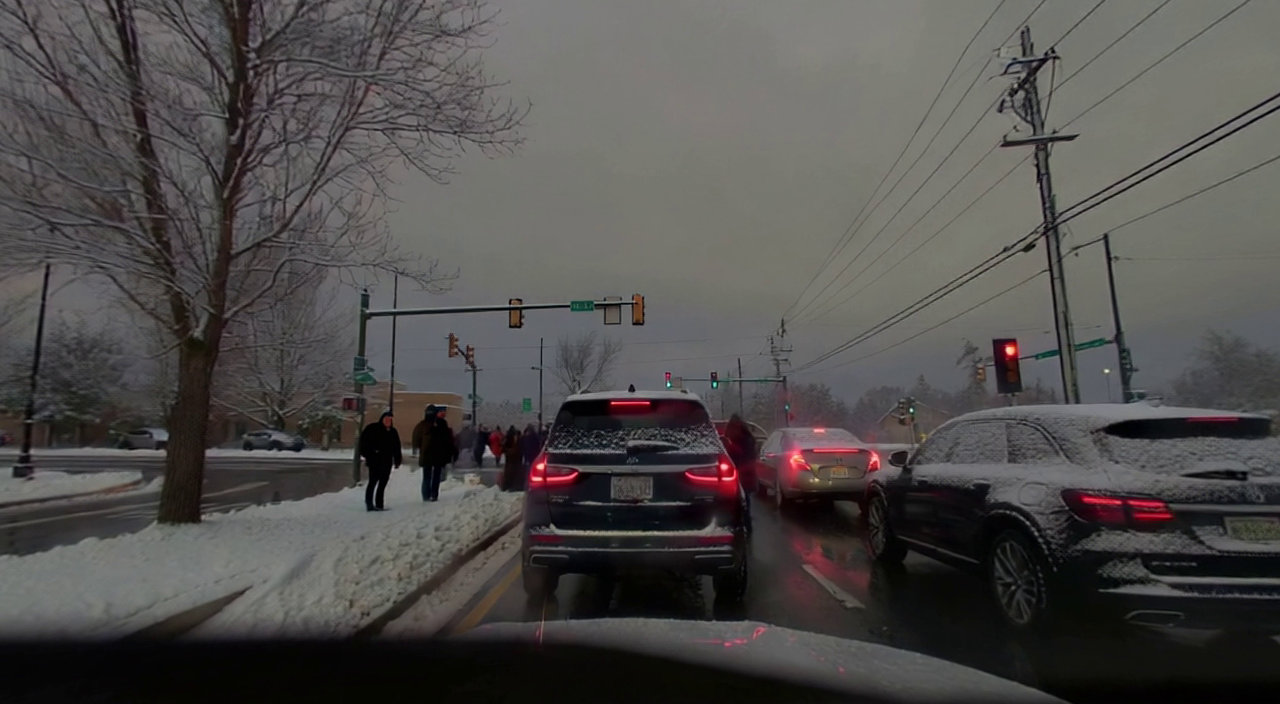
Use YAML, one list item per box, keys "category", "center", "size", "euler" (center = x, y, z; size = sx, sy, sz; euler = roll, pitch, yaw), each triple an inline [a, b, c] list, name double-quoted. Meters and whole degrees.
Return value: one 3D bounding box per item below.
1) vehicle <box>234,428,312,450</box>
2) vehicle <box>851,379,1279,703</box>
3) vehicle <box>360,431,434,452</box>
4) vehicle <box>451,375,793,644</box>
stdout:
- category: "vehicle"
  center: [-27.392, 6.525, 47.187]
  size: [4.587, 1.639, 1.878]
  euler: [0, -8, 0]
- category: "vehicle"
  center: [3.548, 1.299, 5.503]
  size: [1.948, 1.677, 4.437]
  euler: [0, -8, 1]
- category: "vehicle"
  center: [-17.790, 6.562, 46.345]
  size: [4.607, 1.478, 1.995]
  euler: [0, -8, 0]
- category: "vehicle"
  center: [-0.167, 1.371, 6.524]
  size: [2.271, 1.786, 4.443]
  euler: [0, -8, -1]
